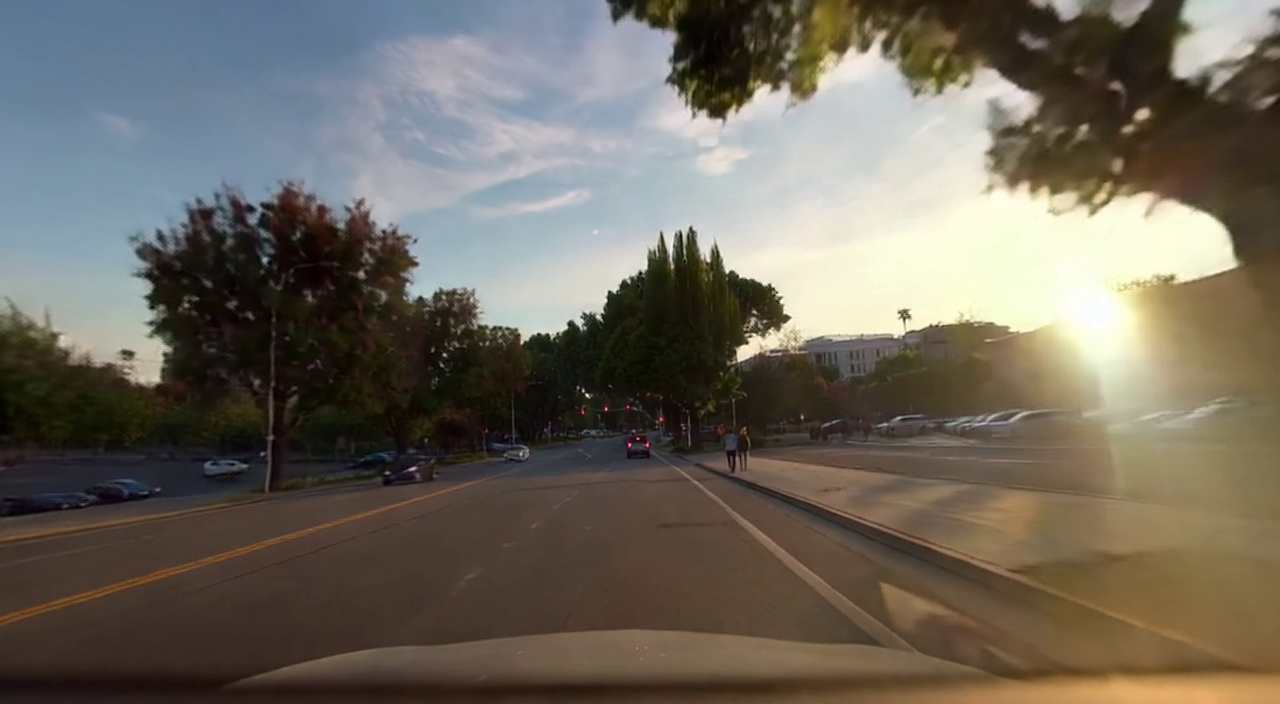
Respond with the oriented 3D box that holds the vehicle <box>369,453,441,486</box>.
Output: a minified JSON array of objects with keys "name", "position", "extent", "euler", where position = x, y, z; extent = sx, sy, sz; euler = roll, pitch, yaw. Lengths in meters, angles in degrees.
[{"name":"vehicle","position":[-11.782,5.884,32.022],"extent":[2.011,1.475,4.536],"euler":[0,-9,-1]}]

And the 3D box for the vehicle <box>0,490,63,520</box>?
[{"name":"vehicle","position":[-42.869,10.440,43.125],"extent":[4.793,1.735,1.979],"euler":[0,-9,-5]}]

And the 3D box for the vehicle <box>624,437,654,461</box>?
[{"name":"vehicle","position":[-0.080,7.610,49.721],"extent":[2.228,1.790,4.180],"euler":[0,-9,-1]}]
